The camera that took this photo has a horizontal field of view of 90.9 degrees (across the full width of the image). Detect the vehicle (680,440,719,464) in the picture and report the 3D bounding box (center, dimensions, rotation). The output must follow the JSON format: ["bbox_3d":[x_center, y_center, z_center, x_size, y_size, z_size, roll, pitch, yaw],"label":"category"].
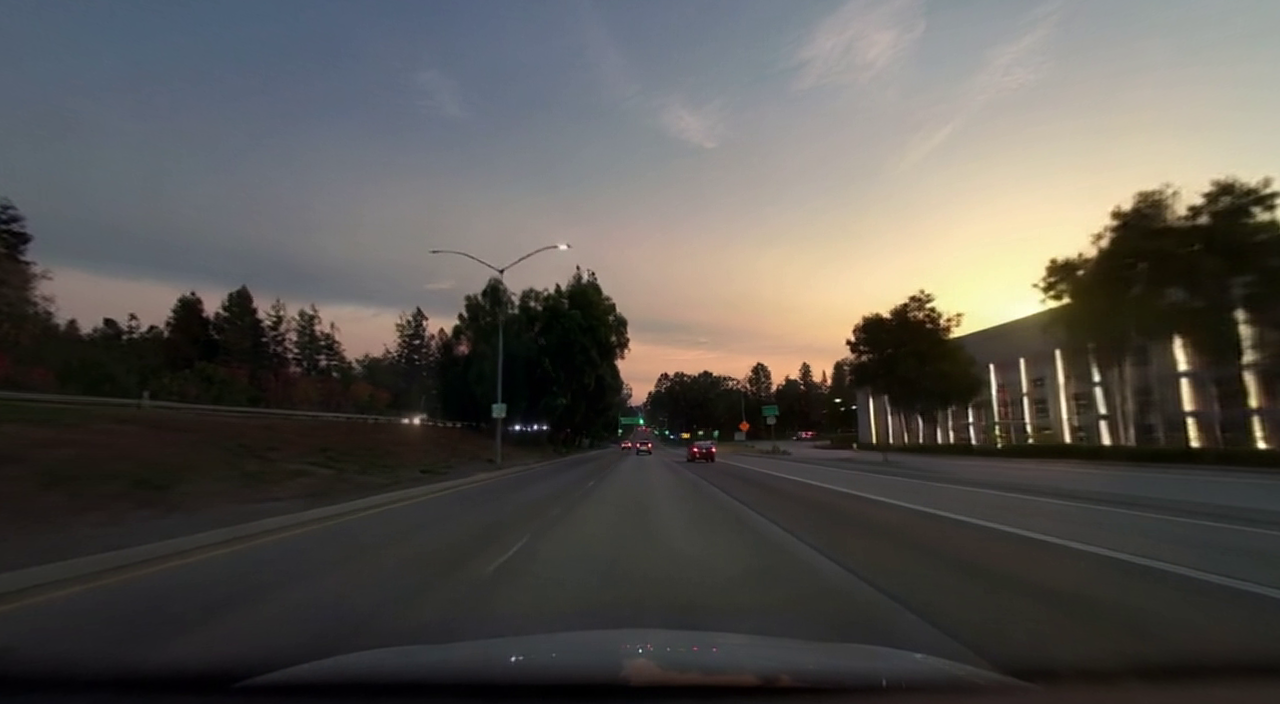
[{"bbox_3d":[3.822,6.539,41.339,2.069,1.431,4.313,0,-8,-1],"label":"vehicle"}]
